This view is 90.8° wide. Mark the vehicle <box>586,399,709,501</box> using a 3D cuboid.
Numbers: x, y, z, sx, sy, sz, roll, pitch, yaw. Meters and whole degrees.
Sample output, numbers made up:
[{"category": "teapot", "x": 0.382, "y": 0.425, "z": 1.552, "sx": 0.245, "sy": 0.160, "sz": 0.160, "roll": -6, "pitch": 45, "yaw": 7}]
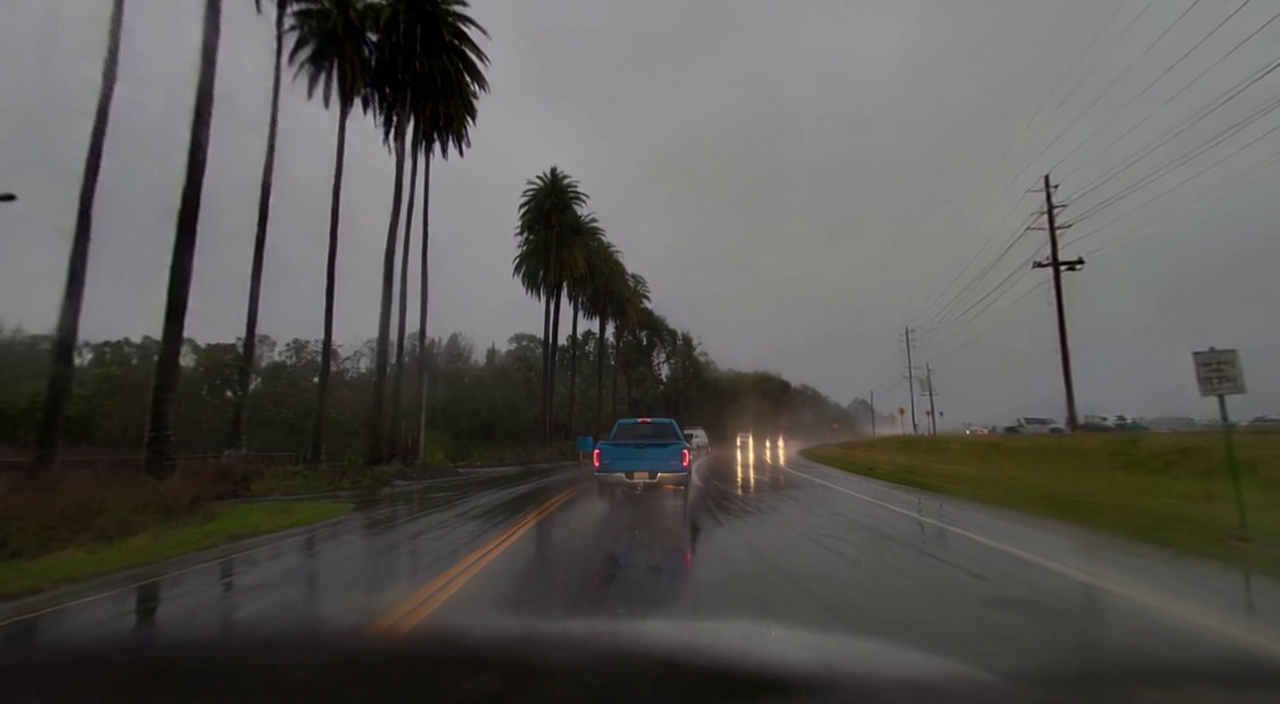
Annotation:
[{"category": "vehicle", "x": 0.242, "y": 2.599, "z": 16.933, "sx": 2.693, "sy": 2.223, "sz": 5.885, "roll": 0, "pitch": -8, "yaw": 1}]
